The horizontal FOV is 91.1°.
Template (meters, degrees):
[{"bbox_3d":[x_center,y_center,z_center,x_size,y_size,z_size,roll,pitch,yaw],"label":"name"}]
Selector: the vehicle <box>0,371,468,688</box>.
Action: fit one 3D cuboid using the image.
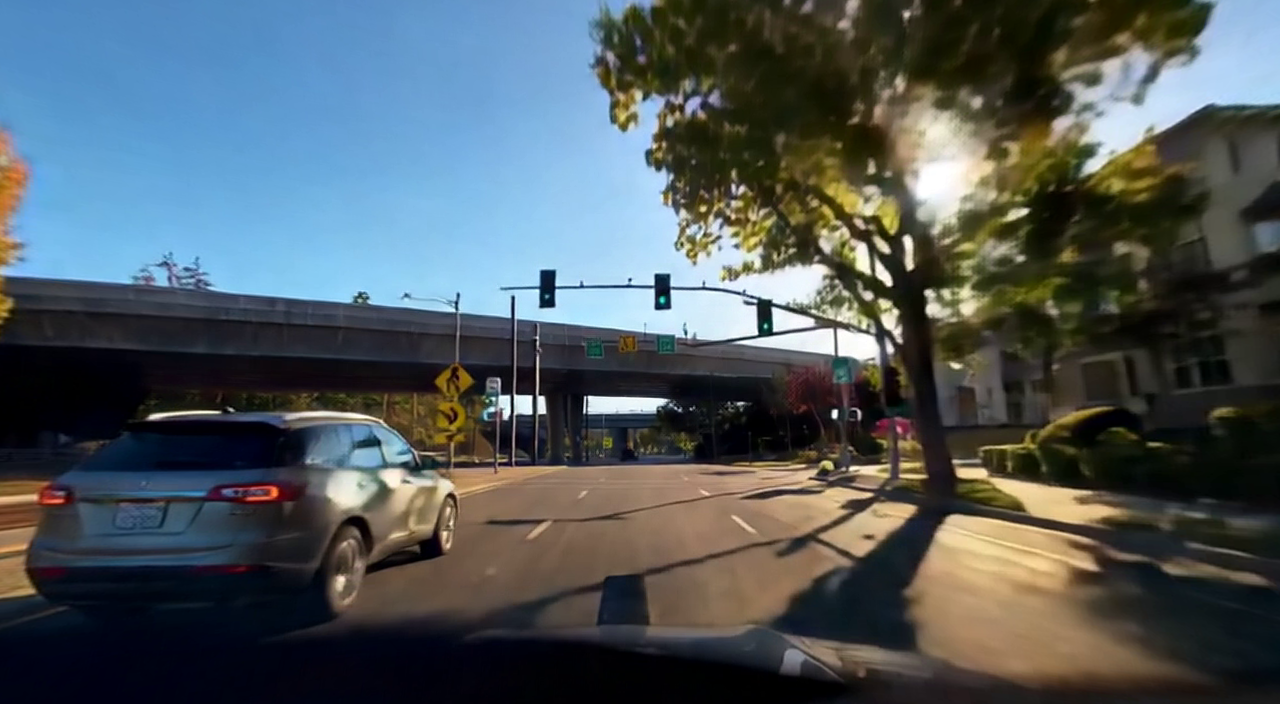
[{"bbox_3d":[-3.112,1.275,5.624,1.882,1.704,4.335,0,-9,0],"label":"vehicle"}]
